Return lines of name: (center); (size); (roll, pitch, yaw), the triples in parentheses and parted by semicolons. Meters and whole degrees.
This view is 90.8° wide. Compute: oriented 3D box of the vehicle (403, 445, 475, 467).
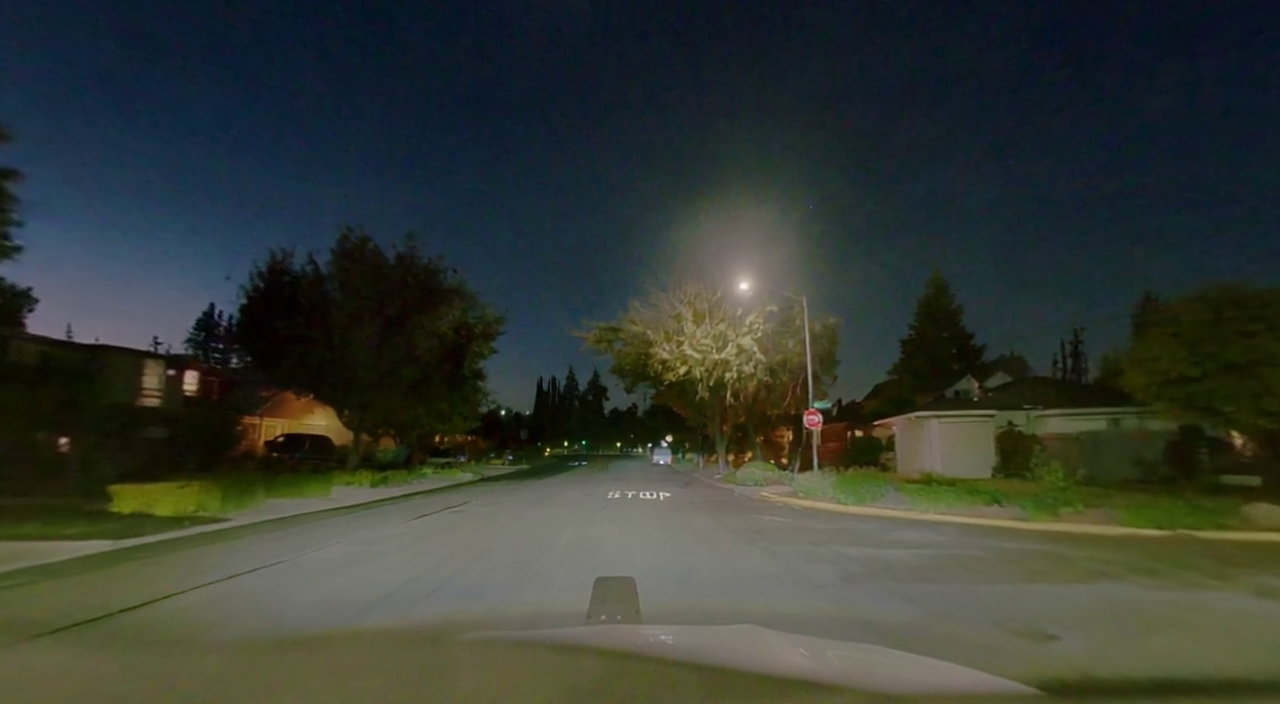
vehicle: (-14.394, 7.451, 45.530); (4.572, 1.522, 1.999); (1, -9, -5)

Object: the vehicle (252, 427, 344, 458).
vehicle: (-19.207, 5.124, 35.603); (4.093, 1.661, 1.765); (0, -9, -6)
